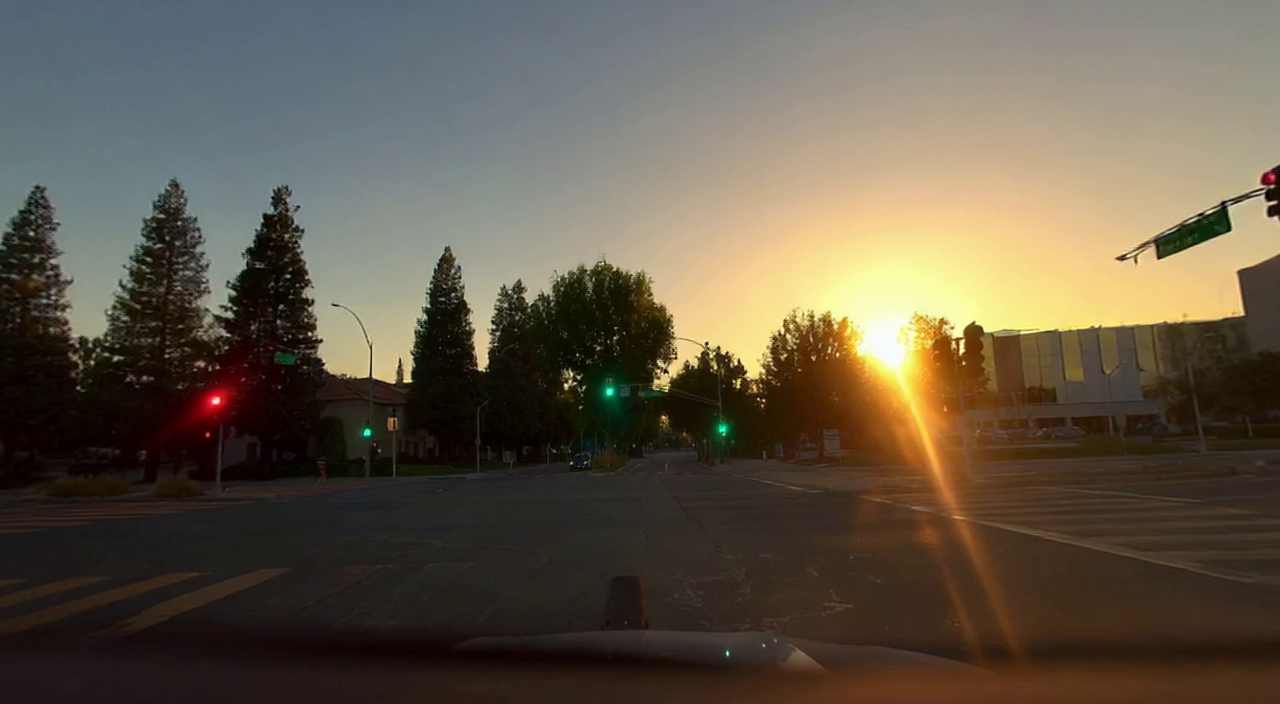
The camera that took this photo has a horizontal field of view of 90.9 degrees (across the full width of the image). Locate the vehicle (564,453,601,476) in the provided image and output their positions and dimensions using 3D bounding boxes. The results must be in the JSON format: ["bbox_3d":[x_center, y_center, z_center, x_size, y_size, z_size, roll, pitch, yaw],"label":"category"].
[{"bbox_3d":[-4.468,8.849,49.857,2.030,1.704,4.205,-1,-8,7],"label":"vehicle"}]
